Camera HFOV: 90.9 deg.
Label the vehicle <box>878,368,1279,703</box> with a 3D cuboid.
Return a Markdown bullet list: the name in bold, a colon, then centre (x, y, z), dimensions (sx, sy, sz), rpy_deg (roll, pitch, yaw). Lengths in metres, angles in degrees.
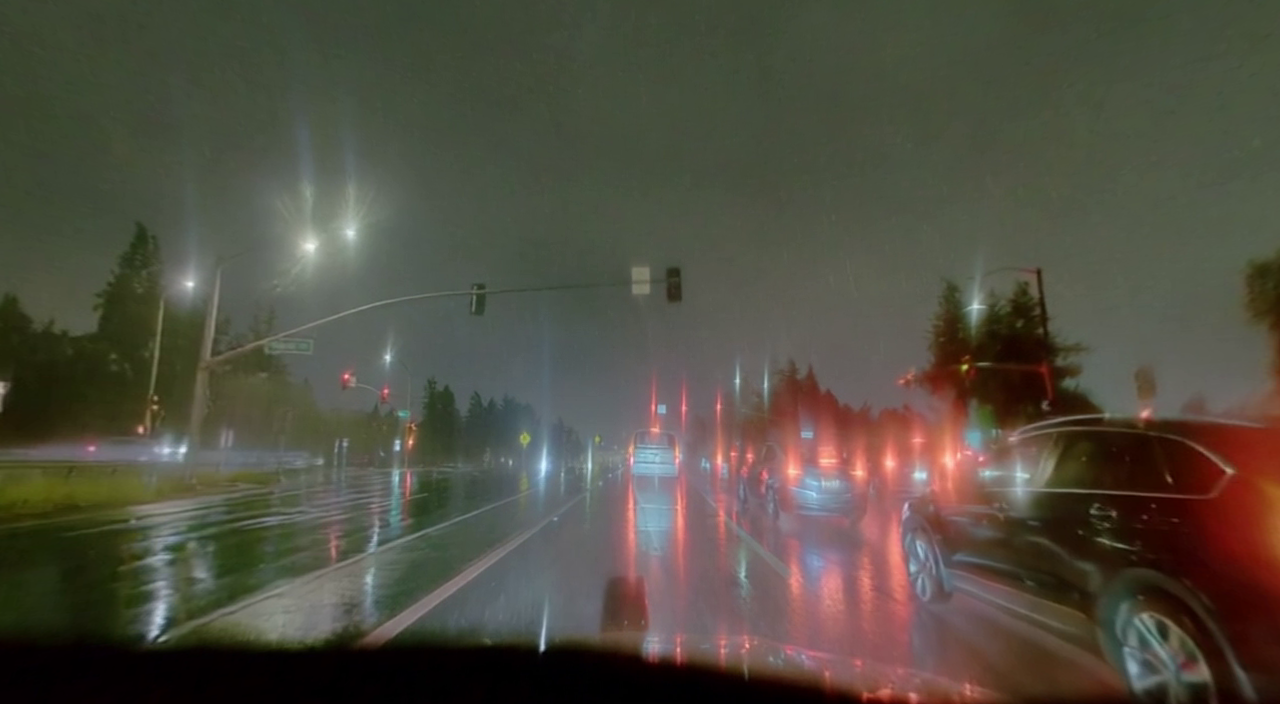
- **vehicle**: centre (2.960, 0.997, 2.994), dimensions (2.078, 1.578, 4.107), rpy_deg (0, -8, 1)

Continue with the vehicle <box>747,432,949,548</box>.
- **vehicle**: centre (3.085, 2.075, 10.436), dimensions (1.956, 1.477, 4.285), rpy_deg (0, -7, 1)

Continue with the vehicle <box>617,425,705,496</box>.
- **vehicle**: centre (0.515, 3.136, 18.561), dimensions (2.245, 1.800, 4.522), rpy_deg (0, -8, -1)
